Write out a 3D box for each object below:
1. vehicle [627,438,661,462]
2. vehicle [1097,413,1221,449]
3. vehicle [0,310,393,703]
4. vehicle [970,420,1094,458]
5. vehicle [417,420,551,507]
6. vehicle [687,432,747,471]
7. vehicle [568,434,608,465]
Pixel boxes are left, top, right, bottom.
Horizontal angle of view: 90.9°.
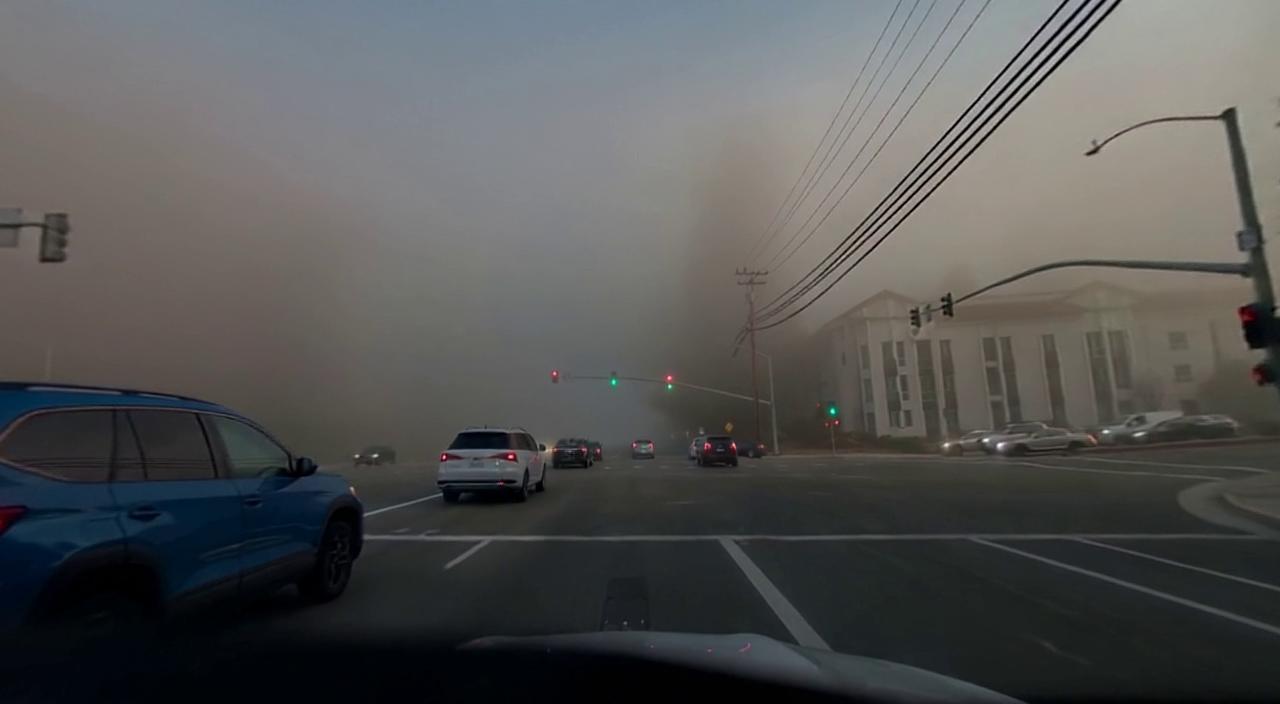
[{"bbox_3d":[0.260,6.506,42.101,2.185,1.515,4.215,0,-8,1],"label":"vehicle"},{"bbox_3d":[26.236,4.010,31.973,4.439,1.748,2.037,0,-8,1],"label":"vehicle"},{"bbox_3d":[-3.382,0.918,3.582,2.127,1.754,4.287,0,-8,1],"label":"vehicle"},{"bbox_3d":[19.724,4.401,31.820,5.033,1.802,1.928,1,-8,-5],"label":"vehicle"},{"bbox_3d":[-3.467,2.562,14.963,1.958,1.744,4.315,0,-8,2],"label":"vehicle"},{"bbox_3d":[3.565,4.709,30.037,2.201,1.734,4.564,0,-8,-1],"label":"vehicle"},{"bbox_3d":[-2.958,5.652,36.595,1.900,1.677,4.128,0,-8,2],"label":"vehicle"}]
